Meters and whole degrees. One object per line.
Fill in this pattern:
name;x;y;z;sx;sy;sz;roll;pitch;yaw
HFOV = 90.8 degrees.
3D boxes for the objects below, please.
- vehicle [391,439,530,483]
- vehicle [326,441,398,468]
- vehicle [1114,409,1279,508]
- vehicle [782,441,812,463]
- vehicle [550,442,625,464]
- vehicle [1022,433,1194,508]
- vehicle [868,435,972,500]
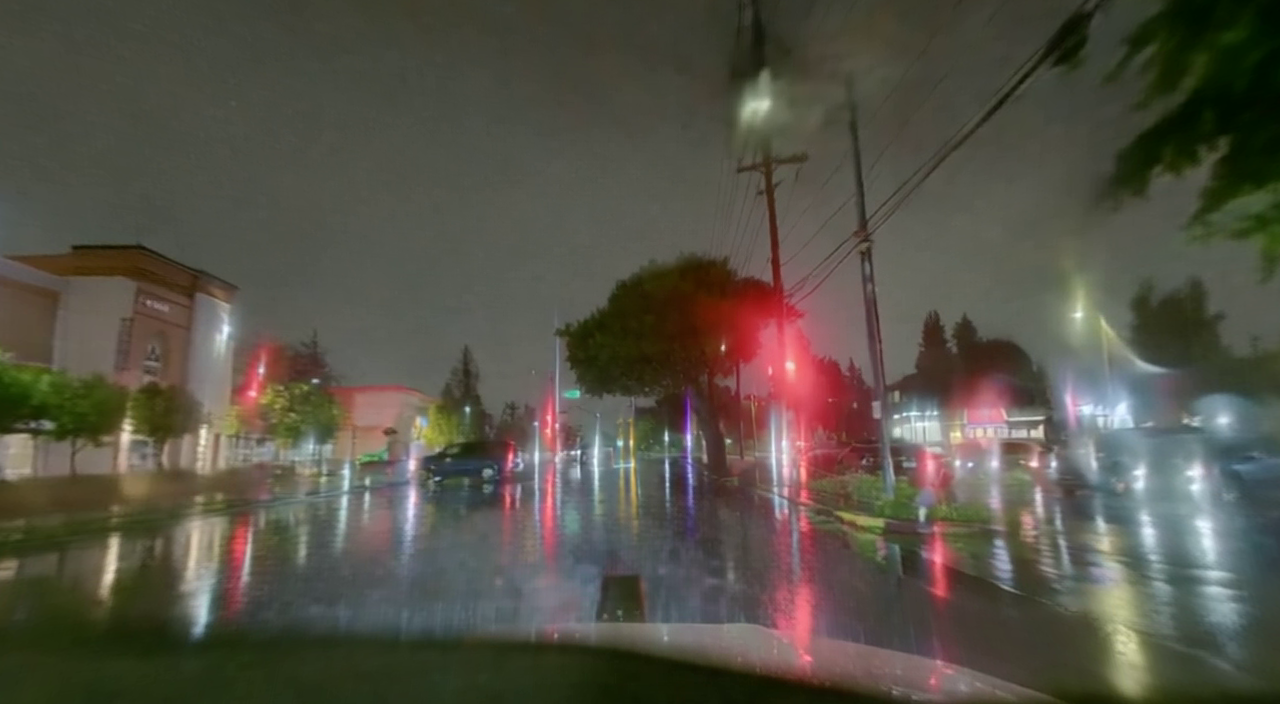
vehicle;-6.321;3.871;22.579;4.376;1.476;1.791;-1;-9;4
vehicle;-19.264;7.122;44.029;2.082;1.779;4.841;-2;-9;12
vehicle;13.878;2.466;15.027;2.265;1.919;5.745;-4;-9;18
vehicle;12.042;7.612;48.375;2.061;1.519;4.794;-3;-8;15
vehicle;-3.685;7.094;44.259;4.792;1.468;2.116;-3;-9;15
vehicle;11.547;2.910;16.052;2.031;1.592;4.470;-3;-9;17
vehicle;7.403;3.053;17.157;1.867;1.479;4.452;-3;-9;15
